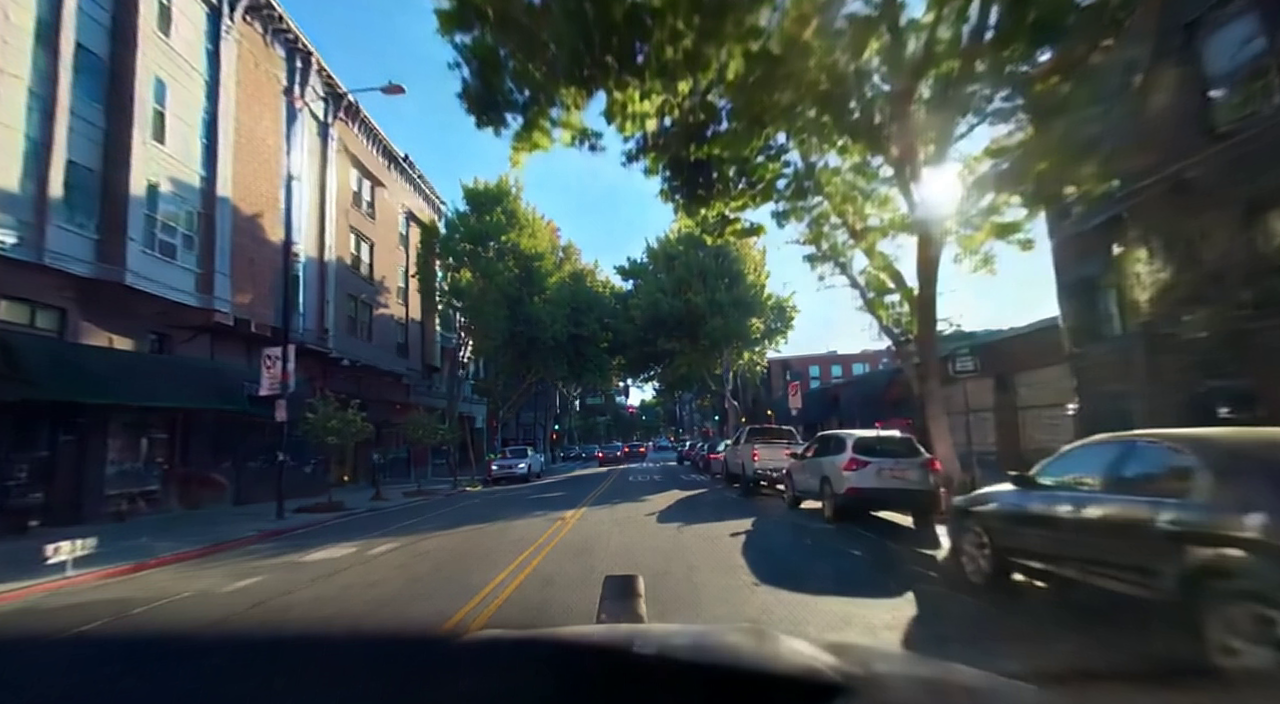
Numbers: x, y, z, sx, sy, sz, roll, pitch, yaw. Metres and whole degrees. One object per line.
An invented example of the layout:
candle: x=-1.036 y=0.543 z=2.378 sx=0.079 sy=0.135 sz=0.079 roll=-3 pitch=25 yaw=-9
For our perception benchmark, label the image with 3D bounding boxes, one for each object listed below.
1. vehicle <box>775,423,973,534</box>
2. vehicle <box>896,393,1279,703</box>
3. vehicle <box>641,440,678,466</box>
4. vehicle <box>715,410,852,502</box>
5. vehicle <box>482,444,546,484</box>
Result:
vehicle: x=3.892 y=2.162 z=11.407 sx=1.871 sy=1.603 sz=4.161 roll=0 pitch=-8 yaw=-1
vehicle: x=3.720 y=1.145 z=4.144 sx=2.066 sy=1.494 sz=4.843 roll=0 pitch=-8 yaw=0
vehicle: x=1.365 y=6.764 z=42.557 sx=2.111 sy=1.619 sz=4.077 roll=-1 pitch=-9 yaw=8
vehicle: x=3.538 y=2.755 z=17.043 sx=2.356 sy=2.043 sz=5.791 roll=0 pitch=-8 yaw=0
vehicle: x=-6.050 y=5.417 z=30.898 sx=2.013 sy=1.772 sz=4.439 roll=-1 pitch=-8 yaw=2
